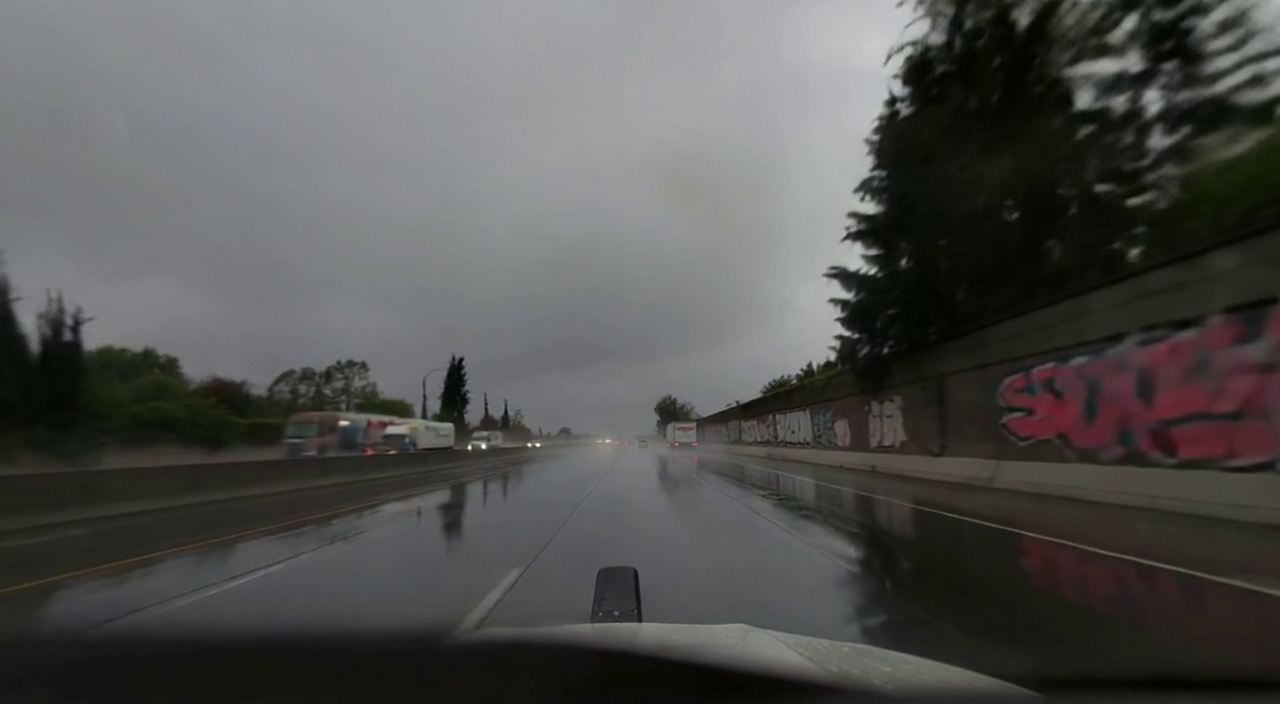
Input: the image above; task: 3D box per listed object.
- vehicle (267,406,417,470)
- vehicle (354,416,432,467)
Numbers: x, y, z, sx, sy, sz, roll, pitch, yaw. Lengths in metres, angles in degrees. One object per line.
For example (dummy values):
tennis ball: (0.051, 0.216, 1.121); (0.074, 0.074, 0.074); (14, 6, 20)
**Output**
vehicle: (-20.978, 6.376, 46.450); (2.941, 3.798, 16.803); (0, -8, 0)
vehicle: (-16.963, 6.196, 43.725); (2.874, 3.248, 6.139); (0, -8, -1)
